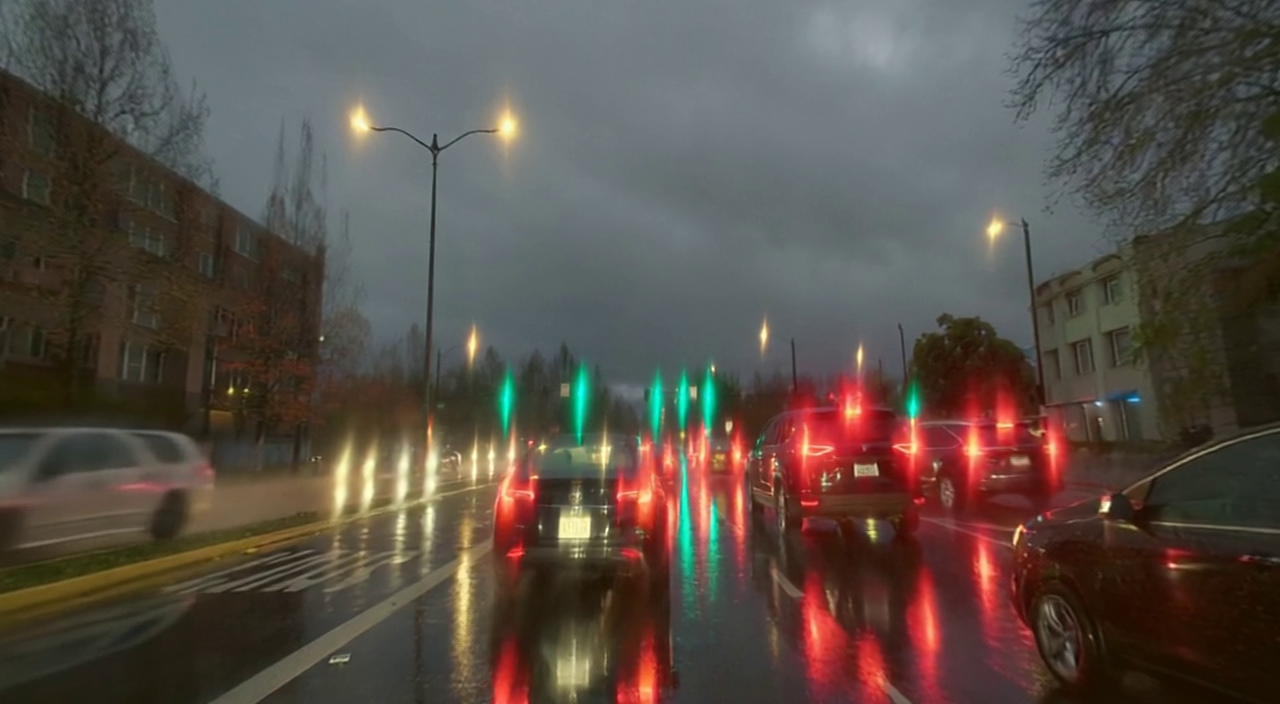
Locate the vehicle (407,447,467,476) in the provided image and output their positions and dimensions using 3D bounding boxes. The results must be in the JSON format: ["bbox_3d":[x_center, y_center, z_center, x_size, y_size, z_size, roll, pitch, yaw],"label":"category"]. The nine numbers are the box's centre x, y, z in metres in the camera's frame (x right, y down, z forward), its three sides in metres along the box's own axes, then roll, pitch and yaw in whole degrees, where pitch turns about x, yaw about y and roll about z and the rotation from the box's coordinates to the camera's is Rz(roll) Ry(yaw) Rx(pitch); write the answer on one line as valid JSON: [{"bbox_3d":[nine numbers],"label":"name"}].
[{"bbox_3d":[-12.401,6.701,38.673,2.005,1.660,4.676,0,-9,2],"label":"vehicle"}]

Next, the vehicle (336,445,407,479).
[{"bbox_3d":[-15.999,6.550,37.691,2.077,1.925,4.626,0,-9,1],"label":"vehicle"}]

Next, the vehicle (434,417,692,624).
[{"bbox_3d":[-0.597,1.679,7.225,2.111,1.676,4.018,0,-8,1],"label":"vehicle"}]

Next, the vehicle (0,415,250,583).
[{"bbox_3d":[-8.717,2.062,9.520,2.111,2.002,5.330,0,-9,1],"label":"vehicle"}]

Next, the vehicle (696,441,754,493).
[{"bbox_3d":[2.956,4.067,22.656,1.518,1.650,4.408,0,-9,1],"label":"vehicle"}]

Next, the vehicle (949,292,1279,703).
[{"bbox_3d":[3.163,0.791,2.134,1.982,1.960,4.427,0,-9,1],"label":"vehicle"}]

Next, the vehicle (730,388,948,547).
[{"bbox_3d":[3.540,2.244,12.843,2.516,2.481,5.766,0,-8,0],"label":"vehicle"}]
